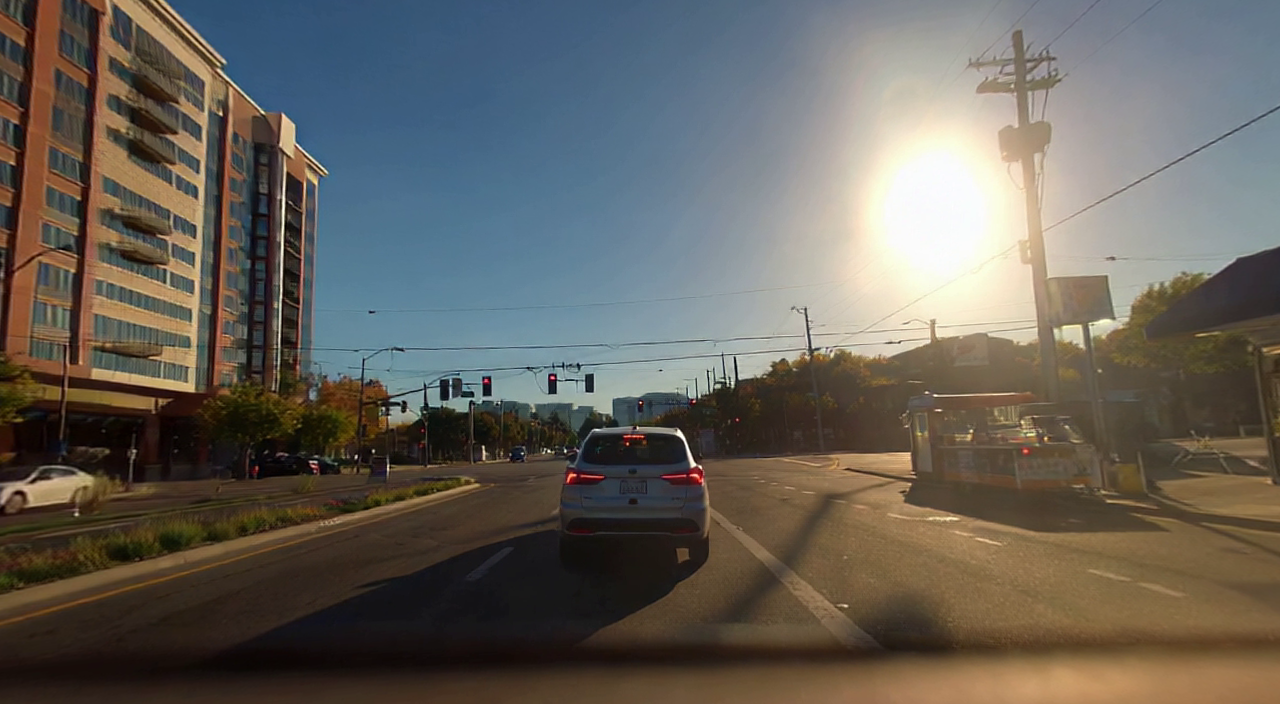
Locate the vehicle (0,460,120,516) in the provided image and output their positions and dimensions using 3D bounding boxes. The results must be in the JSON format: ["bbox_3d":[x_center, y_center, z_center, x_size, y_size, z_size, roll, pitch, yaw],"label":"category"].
[{"bbox_3d":[-19.141,4.208,19.878,1.969,1.458,4.300,1,-9,-5],"label":"vehicle"}]

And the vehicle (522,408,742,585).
[{"bbox_3d":[-0.058,1.694,8.117,2.115,1.700,3.901,0,-8,1],"label":"vehicle"}]

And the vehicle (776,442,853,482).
[{"bbox_3d":[6.865,4.375,25.259,1.833,1.452,4.237,0,-8,0],"label":"vehicle"}]

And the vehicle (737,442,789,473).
[{"bbox_3d":[6.279,5.454,32.638,1.961,1.477,4.454,0,-8,2],"label":"vehicle"}]
